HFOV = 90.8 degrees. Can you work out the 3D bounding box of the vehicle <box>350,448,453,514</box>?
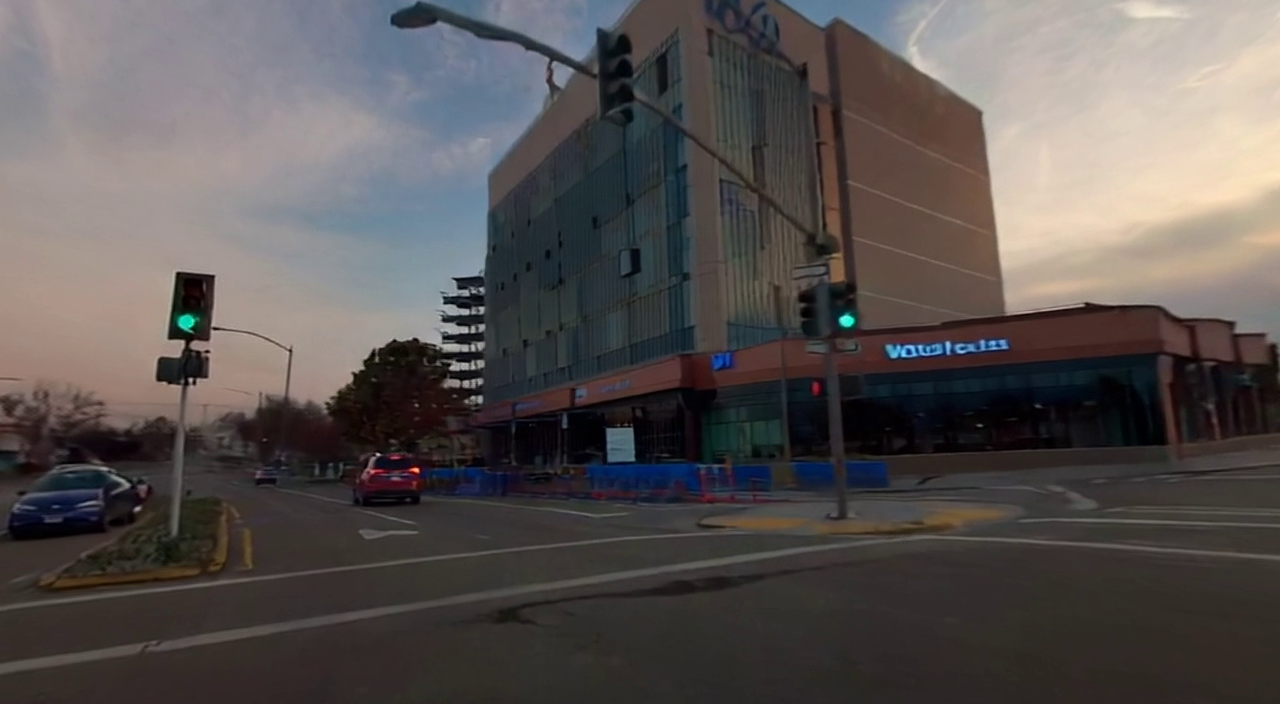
[{"bbox_3d":[-7.624,3.951,19.927,2.238,1.762,4.445,4,-10,-30],"label":"vehicle"}]
